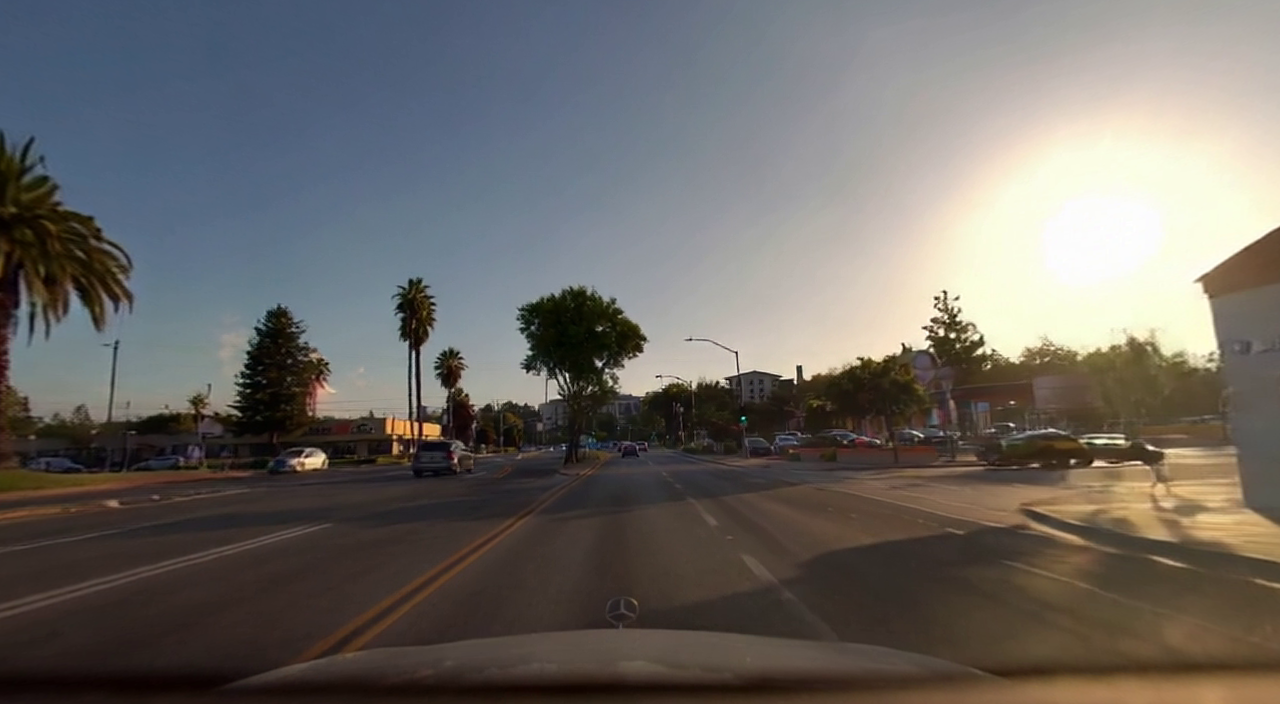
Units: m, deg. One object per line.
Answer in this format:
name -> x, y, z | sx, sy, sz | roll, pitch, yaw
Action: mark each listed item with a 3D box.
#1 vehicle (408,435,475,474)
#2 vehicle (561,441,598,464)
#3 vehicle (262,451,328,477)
vehicle -> -9.688, 5.020, 31.138 | 2.022, 1.746, 4.406 | 0, -9, -3
vehicle -> -4.037, 6.764, 42.691 | 2.181, 1.483, 4.123 | 0, -9, -1
vehicle -> -21.875, 7.118, 40.257 | 1.852, 1.526, 4.262 | 0, -9, 0
